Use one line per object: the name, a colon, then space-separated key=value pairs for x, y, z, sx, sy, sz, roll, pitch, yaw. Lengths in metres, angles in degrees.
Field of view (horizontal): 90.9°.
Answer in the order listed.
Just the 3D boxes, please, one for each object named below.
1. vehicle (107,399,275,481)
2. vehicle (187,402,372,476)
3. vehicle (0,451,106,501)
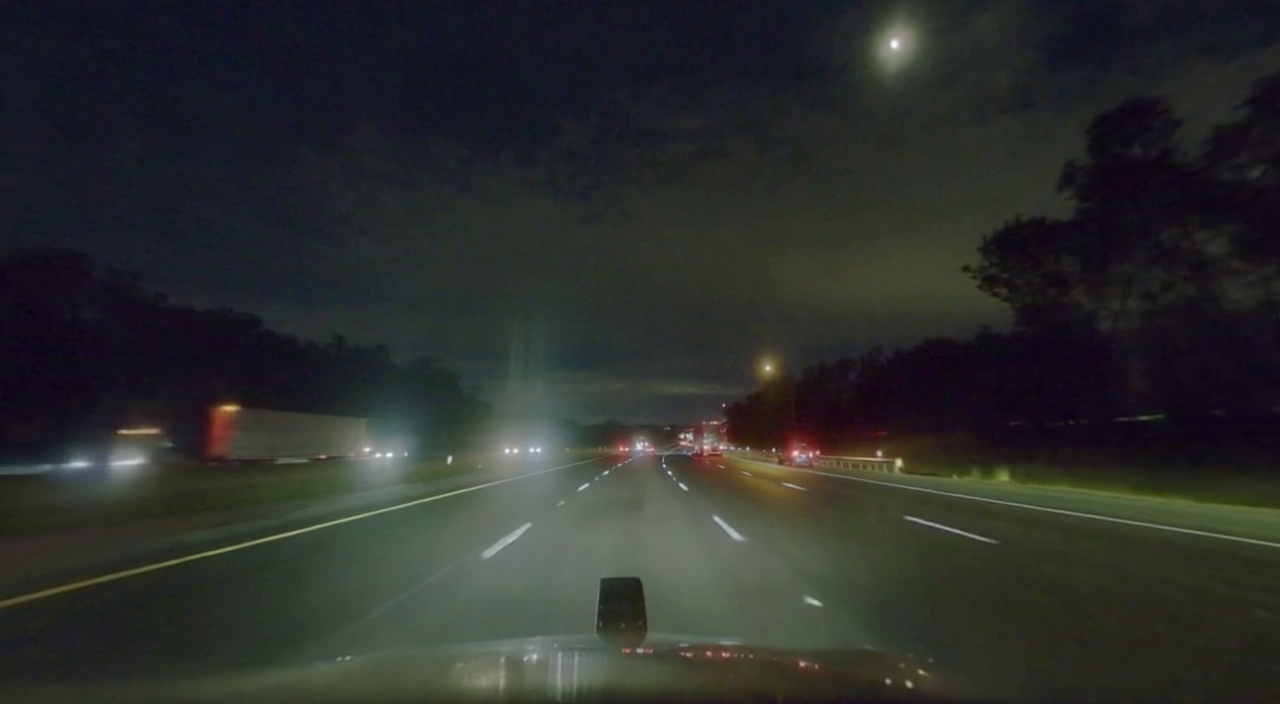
vehicle: x=-24.583 y=4.950 z=35.321 sx=3.067 sy=4.012 sz=8.258 roll=0 pitch=-8 yaw=1
vehicle: x=-24.474 y=6.287 z=44.999 sx=2.922 sy=4.226 sz=16.885 roll=0 pitch=-8 yaw=2
vehicle: x=-20.769 y=4.113 z=21.293 sx=1.818 sy=1.508 sz=4.118 roll=0 pitch=-8 yaw=1
